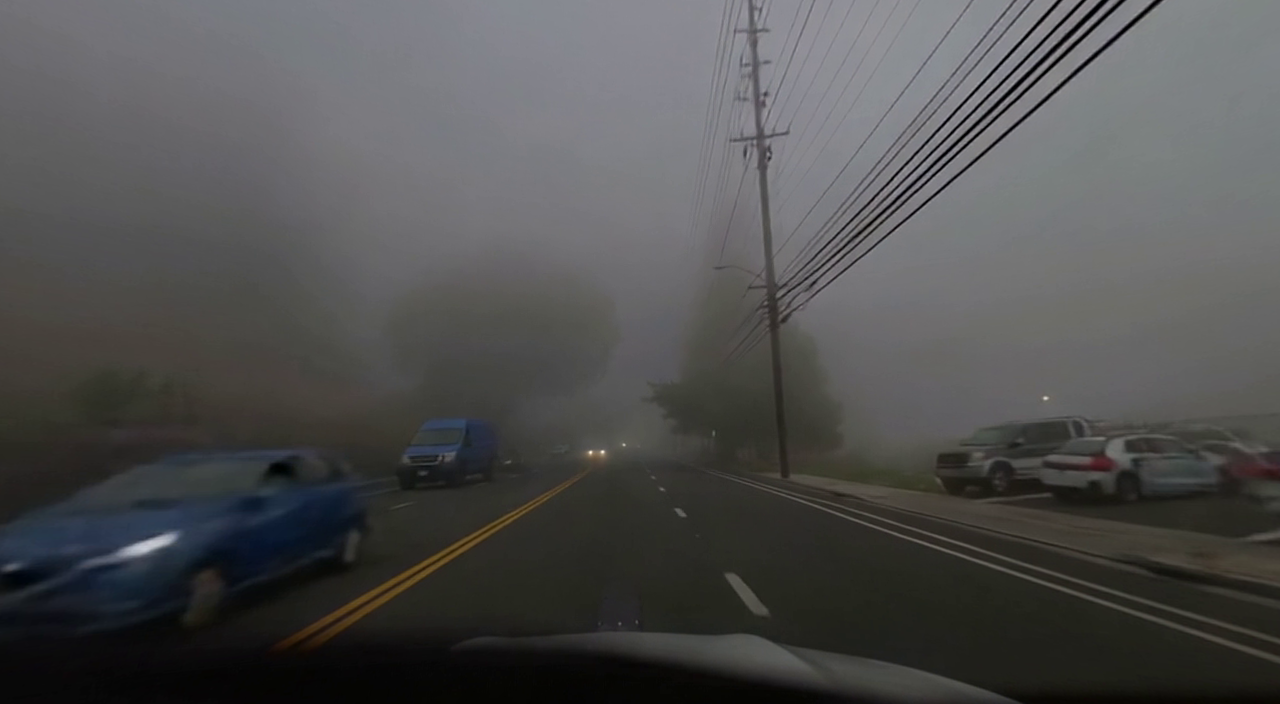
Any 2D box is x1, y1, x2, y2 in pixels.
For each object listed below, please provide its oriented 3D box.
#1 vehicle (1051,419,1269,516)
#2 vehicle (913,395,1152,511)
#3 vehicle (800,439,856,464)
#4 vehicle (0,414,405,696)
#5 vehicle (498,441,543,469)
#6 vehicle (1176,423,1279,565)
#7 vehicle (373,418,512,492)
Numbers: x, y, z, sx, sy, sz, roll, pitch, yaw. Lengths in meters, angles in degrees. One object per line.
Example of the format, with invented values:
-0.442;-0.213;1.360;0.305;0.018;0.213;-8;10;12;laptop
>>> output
10.705;2.350;12.887;4.687;1.634;1.938;6;-13;-33;vehicle
9.780;2.412;15.459;6.532;2.291;2.575;6;-10;-36;vehicle
12.413;6.582;41.874;2.143;1.518;4.893;0;-8;0;vehicle
-4.152;1.479;5.860;1.998;1.562;4.433;-1;-8;3;vehicle
-7.942;6.852;42.182;2.242;1.741;4.519;0;-8;-1;vehicle
9.371;1.783;8.383;4.480;1.616;2.180;5;-10;-35;vehicle
-7.222;3.914;24.316;2.909;2.362;7.390;-1;-8;1;vehicle
